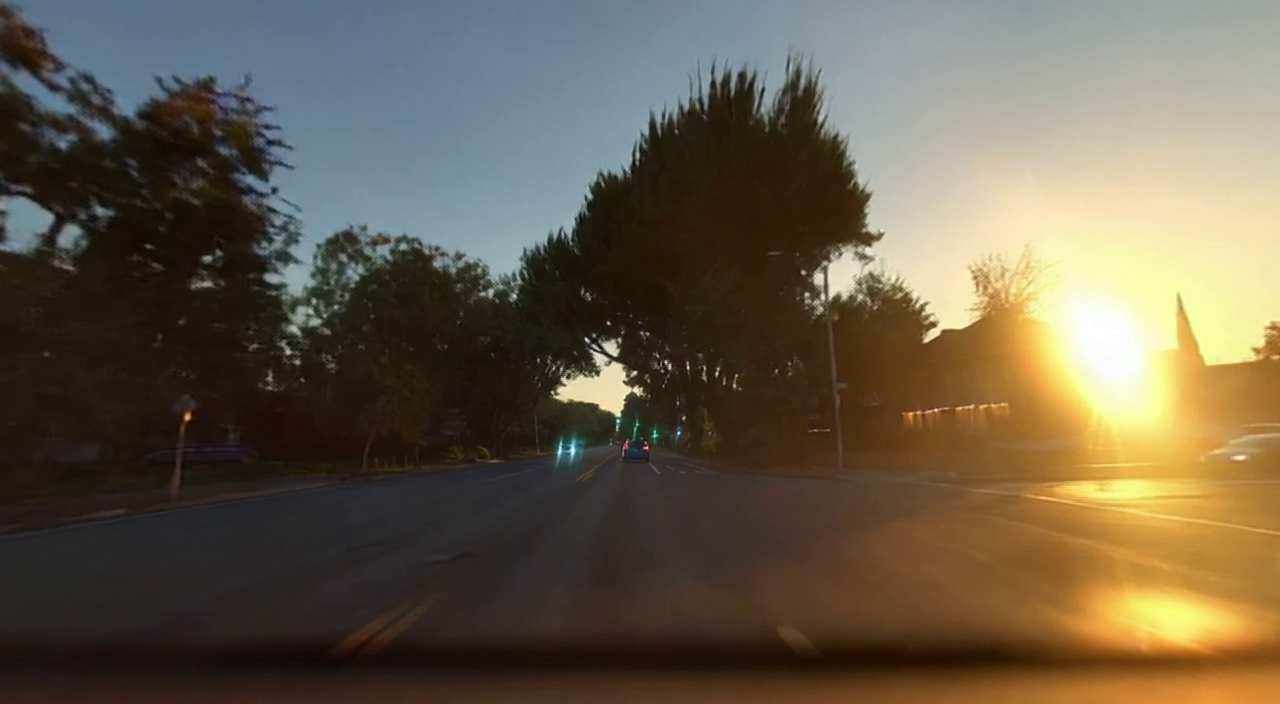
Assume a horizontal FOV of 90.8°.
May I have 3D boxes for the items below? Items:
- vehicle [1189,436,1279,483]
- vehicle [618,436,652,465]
[{"bbox_3d":[22.166,3.709,22.050,4.218,1.505,2.169,1,-8,-8],"label":"vehicle"},{"bbox_3d":[-0.366,6.652,42.910,2.230,1.827,4.298,0,-8,-1],"label":"vehicle"}]
